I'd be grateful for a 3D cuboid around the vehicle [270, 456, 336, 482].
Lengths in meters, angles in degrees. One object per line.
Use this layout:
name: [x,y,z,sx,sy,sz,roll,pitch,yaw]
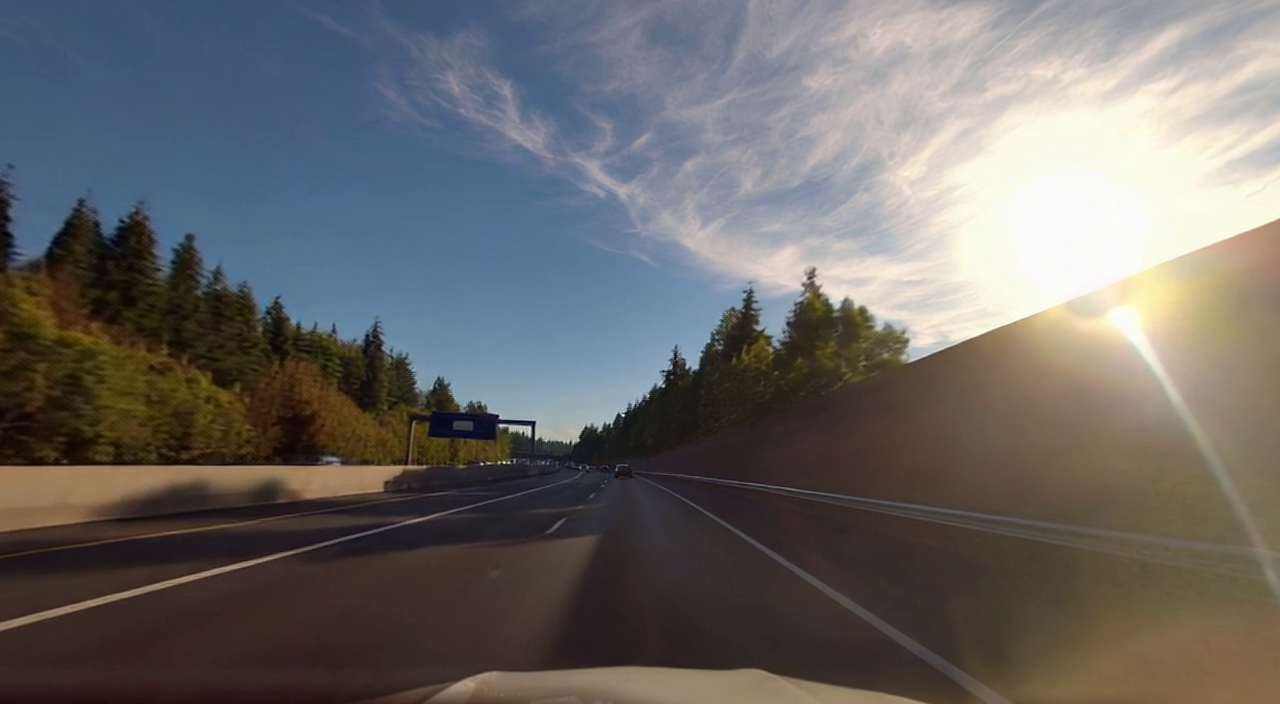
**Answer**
vehicle: [-20.961,7.334,39.395,1.799,1.489,4.248,1,-10,-1]
